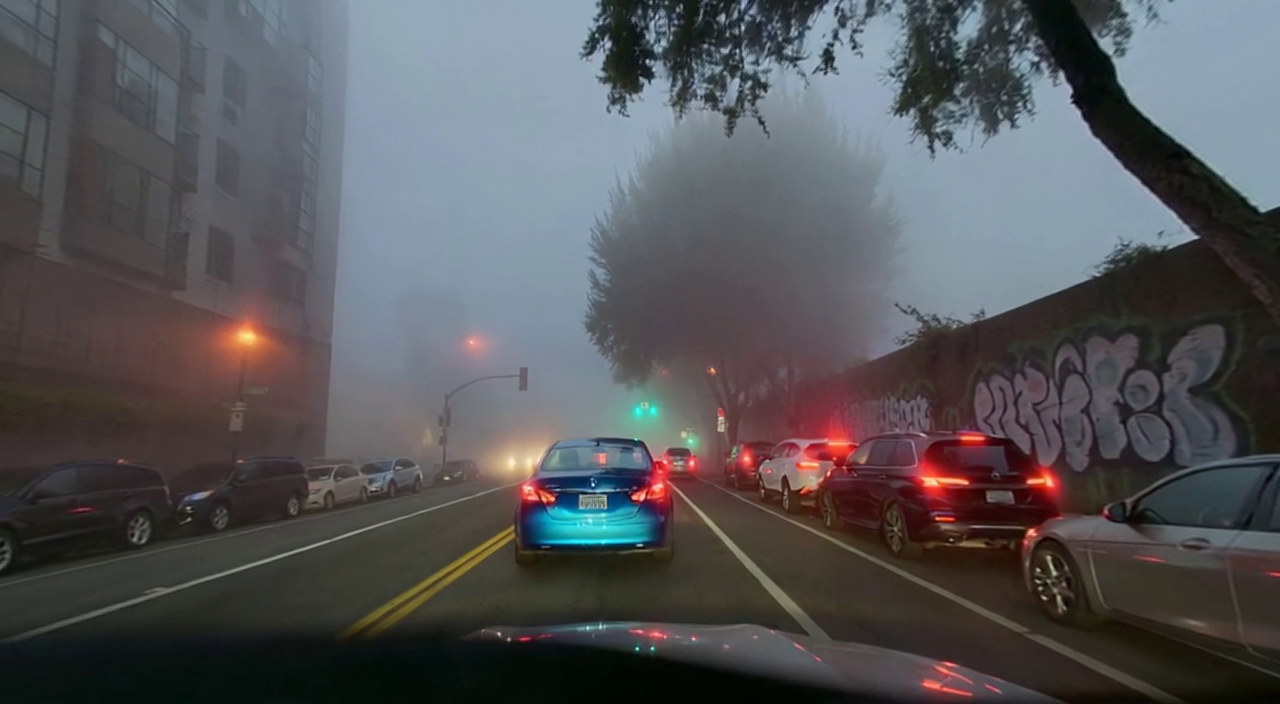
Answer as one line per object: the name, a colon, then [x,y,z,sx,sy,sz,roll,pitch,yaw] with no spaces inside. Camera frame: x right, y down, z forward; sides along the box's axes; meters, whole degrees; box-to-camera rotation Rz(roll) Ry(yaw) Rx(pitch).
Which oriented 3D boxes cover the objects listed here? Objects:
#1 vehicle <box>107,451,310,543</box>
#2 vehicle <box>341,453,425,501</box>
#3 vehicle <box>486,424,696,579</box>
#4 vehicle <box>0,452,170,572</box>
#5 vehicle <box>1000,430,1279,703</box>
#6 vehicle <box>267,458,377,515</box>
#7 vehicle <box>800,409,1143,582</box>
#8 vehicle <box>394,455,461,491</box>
vehicle: [-10.918,3.610,16.480,2.276,1.741,4.439,-7,-8,-1]
vehicle: [-11.053,5.351,27.443,1.822,1.639,4.144,-8,-8,-1]
vehicle: [-0.514,1.870,8.748,2.166,1.579,4.300,0,-8,0]
vehicle: [-10.870,2.771,10.949,1.988,1.781,4.827,-6,-8,-3]
vehicle: [4.209,1.232,3.317,1.955,1.535,4.266,3,-9,-3]
vehicle: [-10.986,4.616,22.154,1.741,1.506,4.370,-5,-8,-3]
vehicle: [4.197,1.903,9.371,2.097,1.811,5.230,0,-8,-2]
vehicle: [-11.114,6.317,33.335,1.931,1.499,4.645,-6,-8,-2]
